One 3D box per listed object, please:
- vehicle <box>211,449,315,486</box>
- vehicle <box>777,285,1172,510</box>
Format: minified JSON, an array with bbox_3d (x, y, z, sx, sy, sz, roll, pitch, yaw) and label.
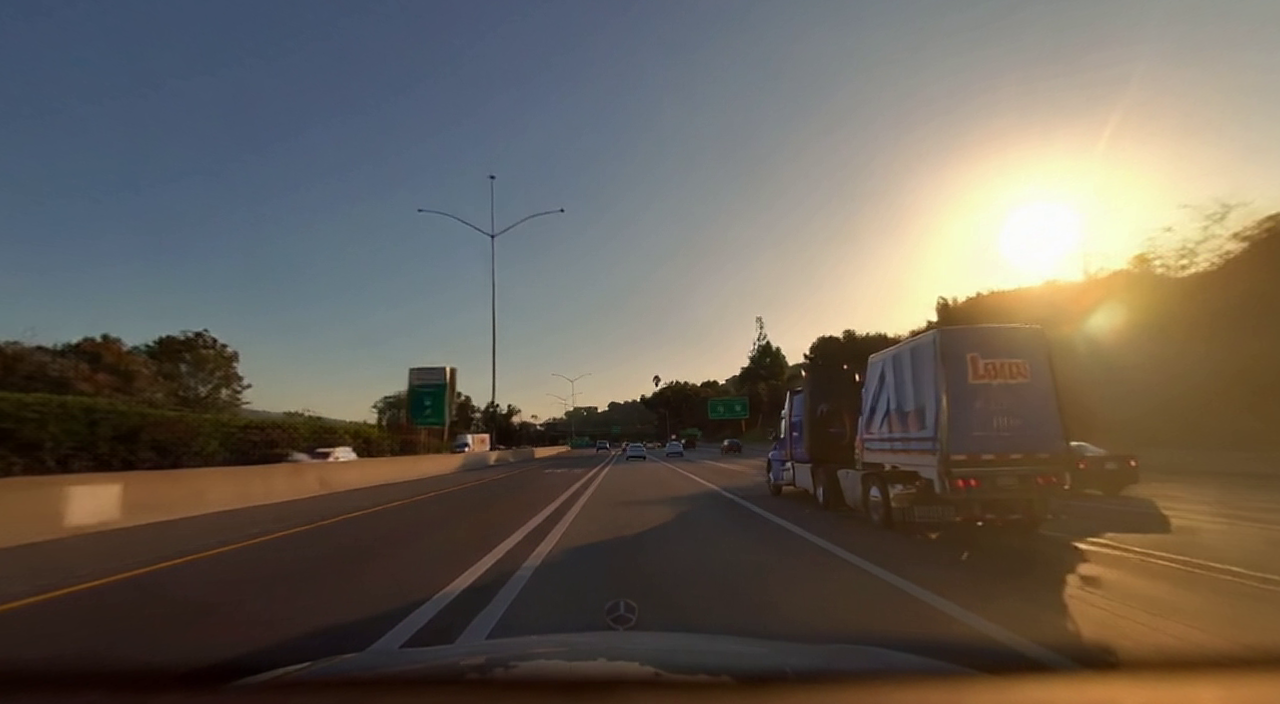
[{"bbox_3d":[-19.365,5.907,32.792,2.272,1.726,5.194,0,-8,-1],"label":"vehicle"},{"bbox_3d":[7.840,1.996,19.750,2.892,4.128,16.495,0,-8,-2],"label":"vehicle"}]
